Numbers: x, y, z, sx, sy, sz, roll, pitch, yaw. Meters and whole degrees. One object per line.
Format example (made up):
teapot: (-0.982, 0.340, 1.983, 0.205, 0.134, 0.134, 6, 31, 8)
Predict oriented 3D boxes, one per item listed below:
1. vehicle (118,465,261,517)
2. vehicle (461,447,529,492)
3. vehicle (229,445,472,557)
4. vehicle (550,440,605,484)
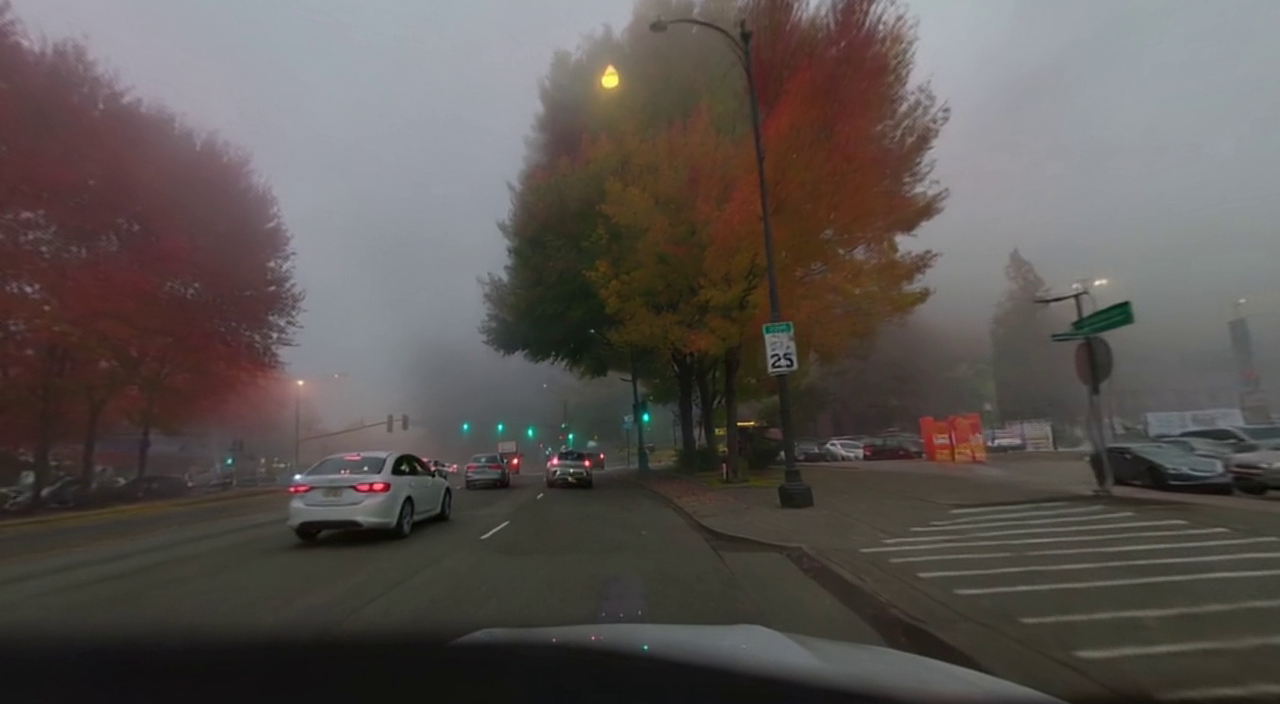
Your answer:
vehicle: (-16.524, 5.074, 23.472, 1.968, 1.574, 4.683, 1, -9, -2)
vehicle: (-5.496, 4.460, 24.392, 1.974, 1.549, 4.603, 2, -9, -6)
vehicle: (-4.709, 2.474, 11.403, 2.090, 1.506, 5.326, 1, -9, -3)
vehicle: (-2.712, 4.656, 26.953, 2.144, 1.704, 4.028, 2, -9, -7)
